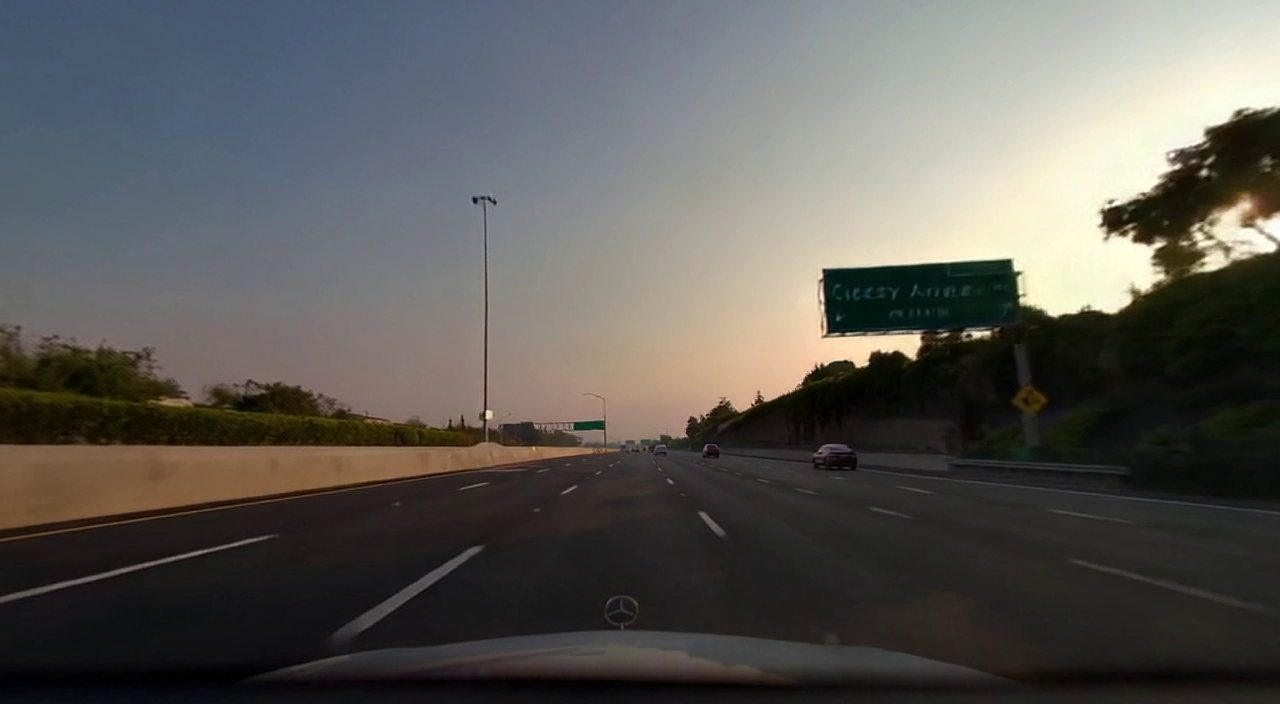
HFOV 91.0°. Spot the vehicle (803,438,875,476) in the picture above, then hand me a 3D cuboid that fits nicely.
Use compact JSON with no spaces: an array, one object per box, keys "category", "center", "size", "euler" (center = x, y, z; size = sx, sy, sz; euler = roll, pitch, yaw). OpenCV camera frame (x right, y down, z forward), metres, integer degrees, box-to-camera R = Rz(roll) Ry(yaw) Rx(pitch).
[{"category":"vehicle","center":[10.100,5.362,32.365],"size":[2.167,1.781,4.340],"euler":[0,-9,-1]}]
